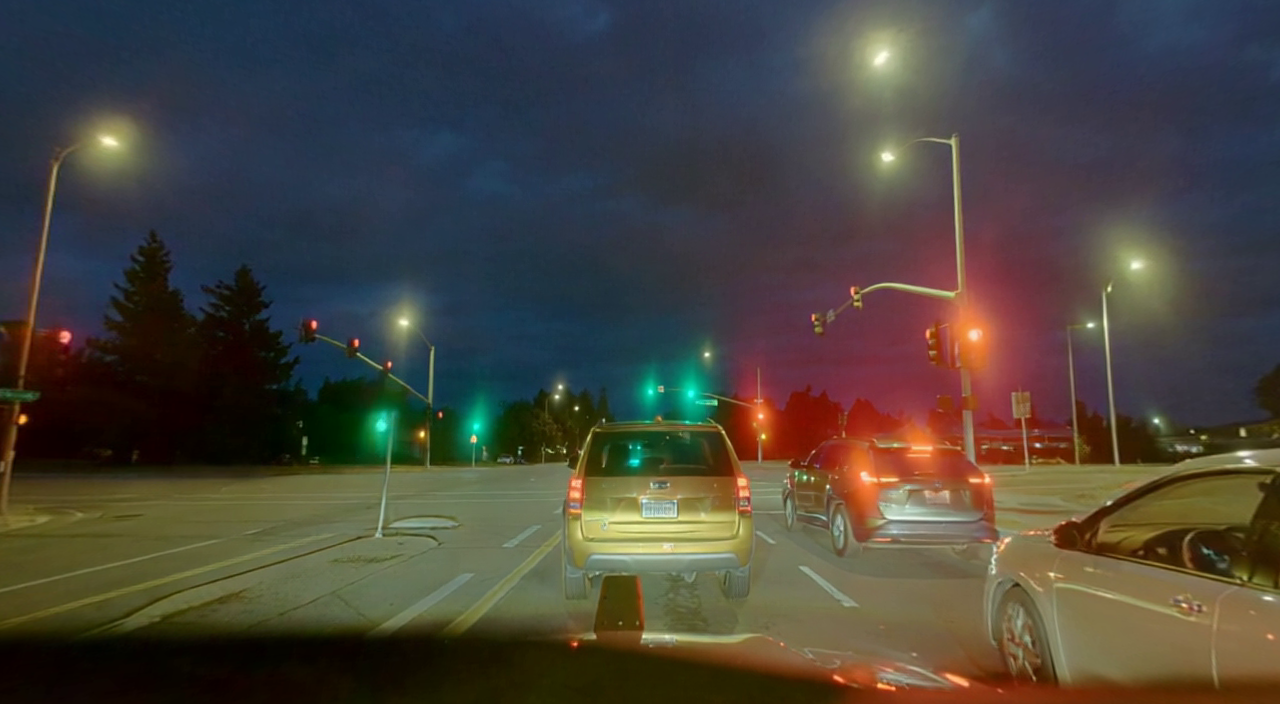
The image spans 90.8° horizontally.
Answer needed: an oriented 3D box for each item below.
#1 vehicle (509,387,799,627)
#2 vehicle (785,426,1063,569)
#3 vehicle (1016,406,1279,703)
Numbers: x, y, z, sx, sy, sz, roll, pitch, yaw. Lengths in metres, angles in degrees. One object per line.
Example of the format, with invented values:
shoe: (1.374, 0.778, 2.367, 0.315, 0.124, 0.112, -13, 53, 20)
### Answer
vehicle: (0.102, 1.494, 7.060, 2.170, 1.793, 4.468, 0, -8, 0)
vehicle: (3.521, 1.861, 8.885, 1.861, 1.495, 4.215, 0, -8, -1)
vehicle: (3.157, 0.815, 1.416, 1.924, 1.466, 4.461, 0, -8, 1)
